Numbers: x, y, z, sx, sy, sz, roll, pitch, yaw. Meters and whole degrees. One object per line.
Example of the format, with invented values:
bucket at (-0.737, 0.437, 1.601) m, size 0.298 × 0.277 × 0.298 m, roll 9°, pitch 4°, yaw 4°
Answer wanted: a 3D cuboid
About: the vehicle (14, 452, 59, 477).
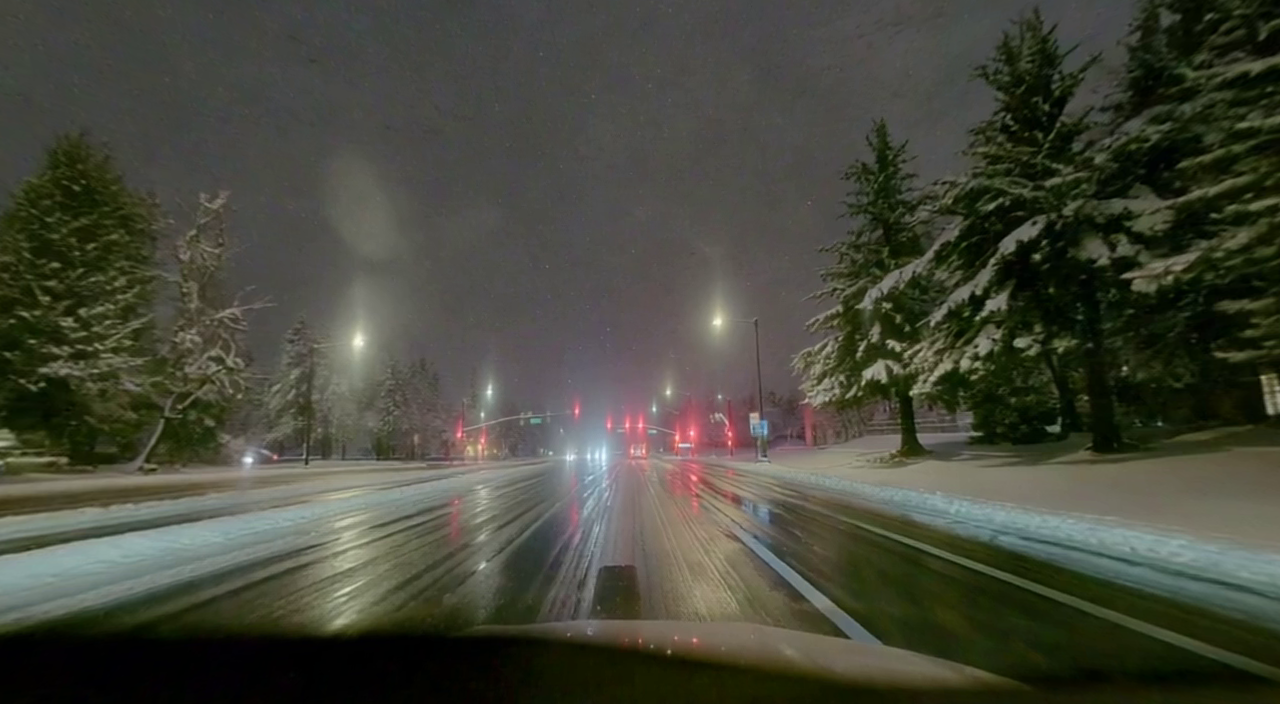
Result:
vehicle at (-38.057, 7.087, 39.898) m, size 1.804 × 1.456 × 3.750 m, roll 5°, pitch -11°, yaw -41°
